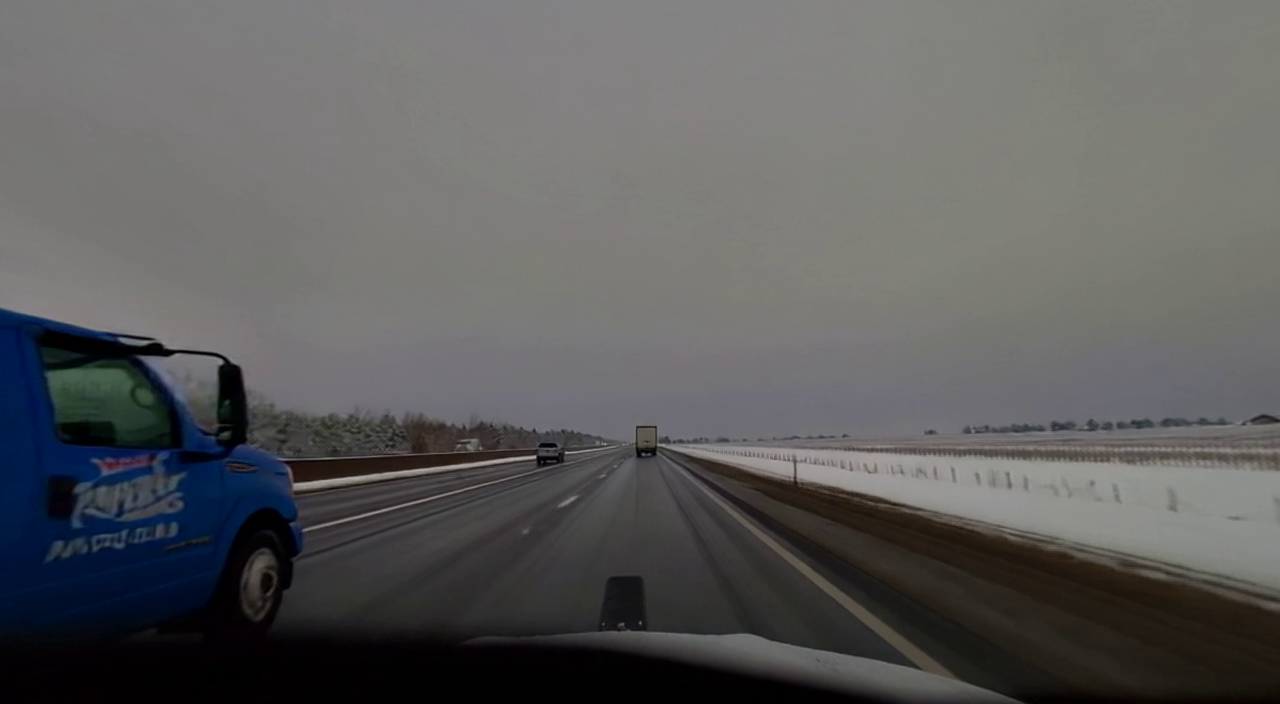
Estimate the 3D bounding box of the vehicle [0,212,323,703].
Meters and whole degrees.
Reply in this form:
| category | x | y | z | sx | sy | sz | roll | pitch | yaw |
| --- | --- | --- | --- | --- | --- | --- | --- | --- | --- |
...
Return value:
| category | x | y | z | sx | sy | sz | roll | pitch | yaw |
| --- | --- | --- | --- | --- | --- | --- | --- | --- | --- |
| vehicle | -3.796 | 0.495 | 1.246 | 2.791 | 2.330 | 6.725 | 0 | -8 | 0 |

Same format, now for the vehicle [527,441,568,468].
| category | x | y | z | sx | sy | sz | roll | pitch | yaw |
| --- | --- | --- | --- | --- | --- | --- | --- | --- | --- |
| vehicle | -6.758 | 7.523 | 46.533 | 2.193 | 1.866 | 4.807 | 0 | -8 | 1 |
